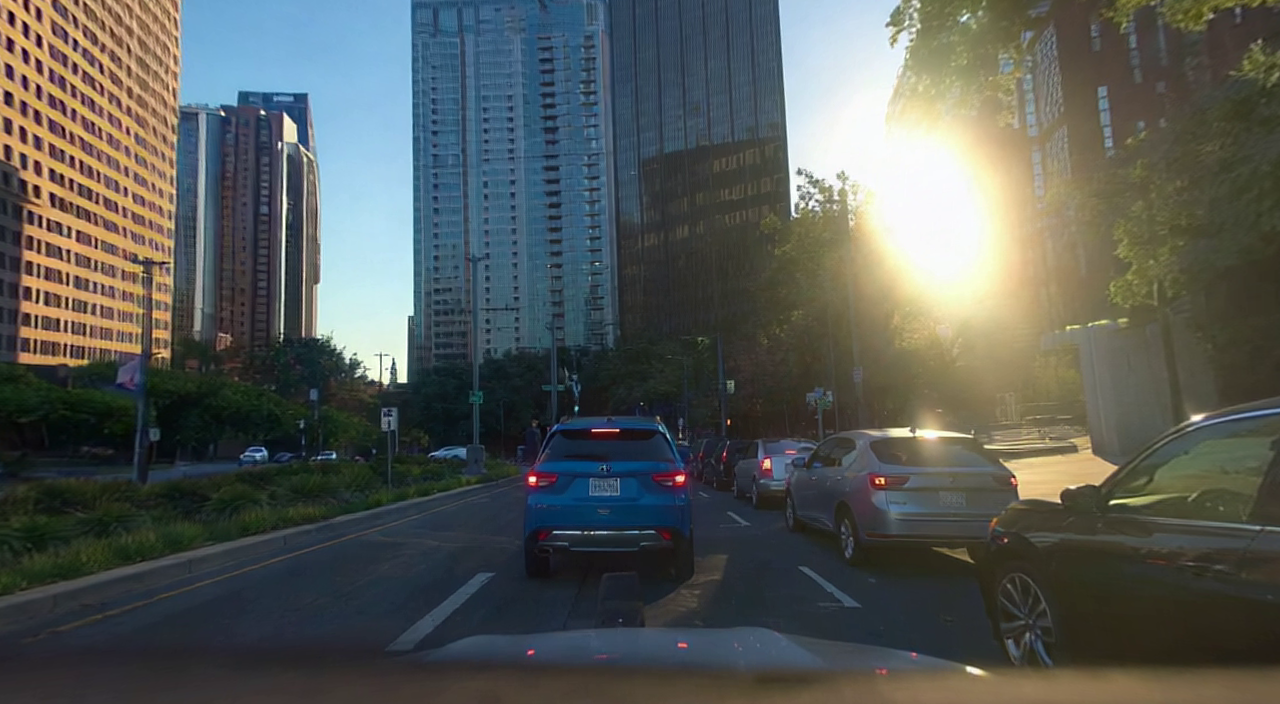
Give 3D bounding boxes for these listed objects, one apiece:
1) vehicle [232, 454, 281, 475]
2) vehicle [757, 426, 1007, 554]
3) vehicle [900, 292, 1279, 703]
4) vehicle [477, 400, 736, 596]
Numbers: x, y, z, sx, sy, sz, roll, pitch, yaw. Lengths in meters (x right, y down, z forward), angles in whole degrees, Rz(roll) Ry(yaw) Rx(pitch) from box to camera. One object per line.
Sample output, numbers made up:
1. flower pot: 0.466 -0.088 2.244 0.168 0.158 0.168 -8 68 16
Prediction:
1. vehicle: -28.151 8.228 46.513 1.967 1.428 4.832 3 -9 -18
2. vehicle: 3.288 1.981 9.808 1.941 1.482 4.632 0 -9 -2
3. vehicle: 2.997 0.747 2.240 2.063 1.760 4.664 0 -9 -1
4. vehicle: -0.342 1.578 7.627 2.249 1.684 4.084 0 -9 -1
